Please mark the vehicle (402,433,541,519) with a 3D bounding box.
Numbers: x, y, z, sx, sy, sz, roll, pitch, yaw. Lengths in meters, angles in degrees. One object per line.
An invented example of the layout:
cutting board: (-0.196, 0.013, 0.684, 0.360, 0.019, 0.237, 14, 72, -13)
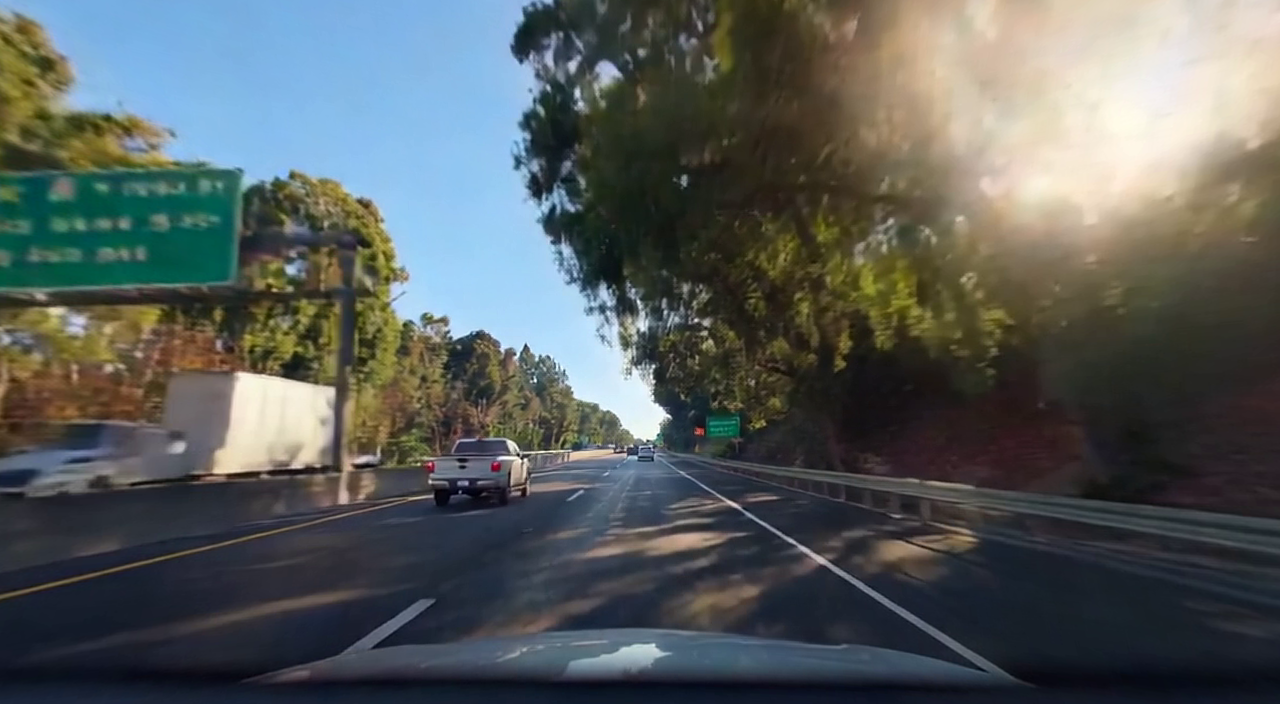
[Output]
vehicle: (-3.603, 2.719, 14.306, 2.009, 1.638, 3.968, 0, -9, 0)
